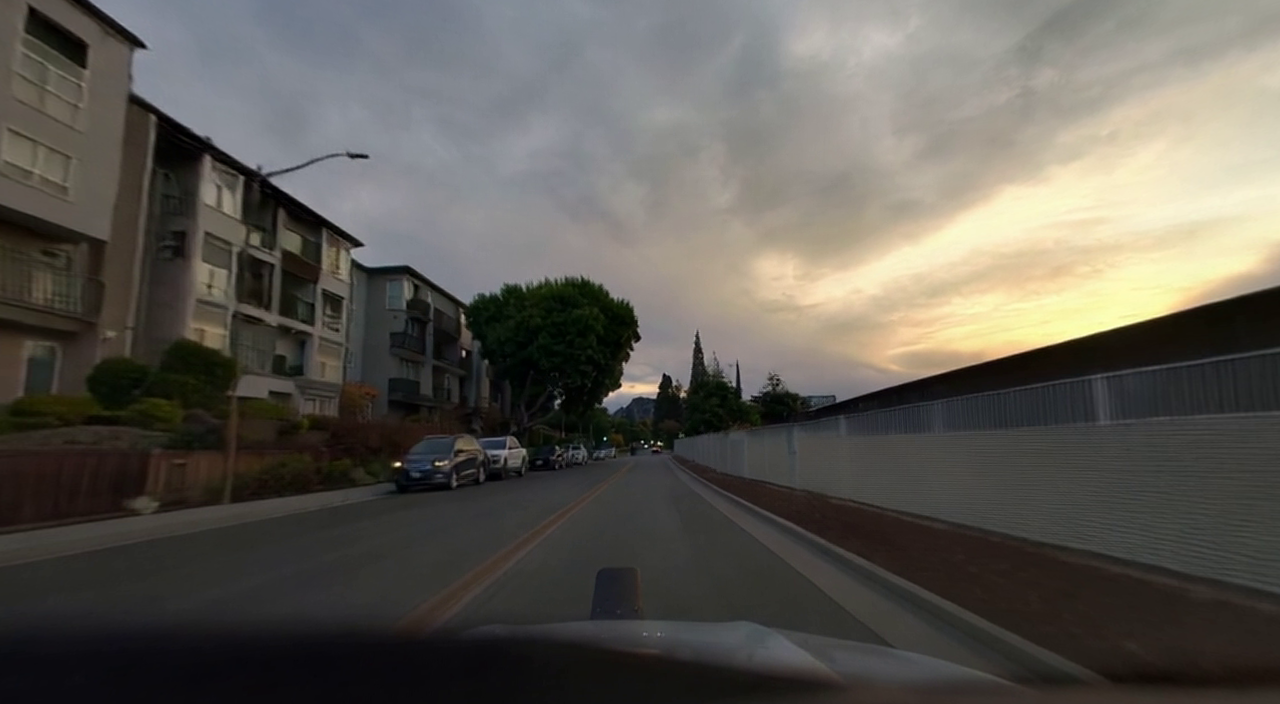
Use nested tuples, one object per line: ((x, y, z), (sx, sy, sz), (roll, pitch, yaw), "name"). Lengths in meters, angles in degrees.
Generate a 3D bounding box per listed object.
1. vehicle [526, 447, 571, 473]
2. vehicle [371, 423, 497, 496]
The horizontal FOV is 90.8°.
((-5.763, 6.840, 40.370), (1.914, 1.417, 4.750), (2, -8, 2), "vehicle")
((-6.361, 3.395, 20.278), (2.192, 1.965, 4.917), (2, -8, 1), "vehicle")
